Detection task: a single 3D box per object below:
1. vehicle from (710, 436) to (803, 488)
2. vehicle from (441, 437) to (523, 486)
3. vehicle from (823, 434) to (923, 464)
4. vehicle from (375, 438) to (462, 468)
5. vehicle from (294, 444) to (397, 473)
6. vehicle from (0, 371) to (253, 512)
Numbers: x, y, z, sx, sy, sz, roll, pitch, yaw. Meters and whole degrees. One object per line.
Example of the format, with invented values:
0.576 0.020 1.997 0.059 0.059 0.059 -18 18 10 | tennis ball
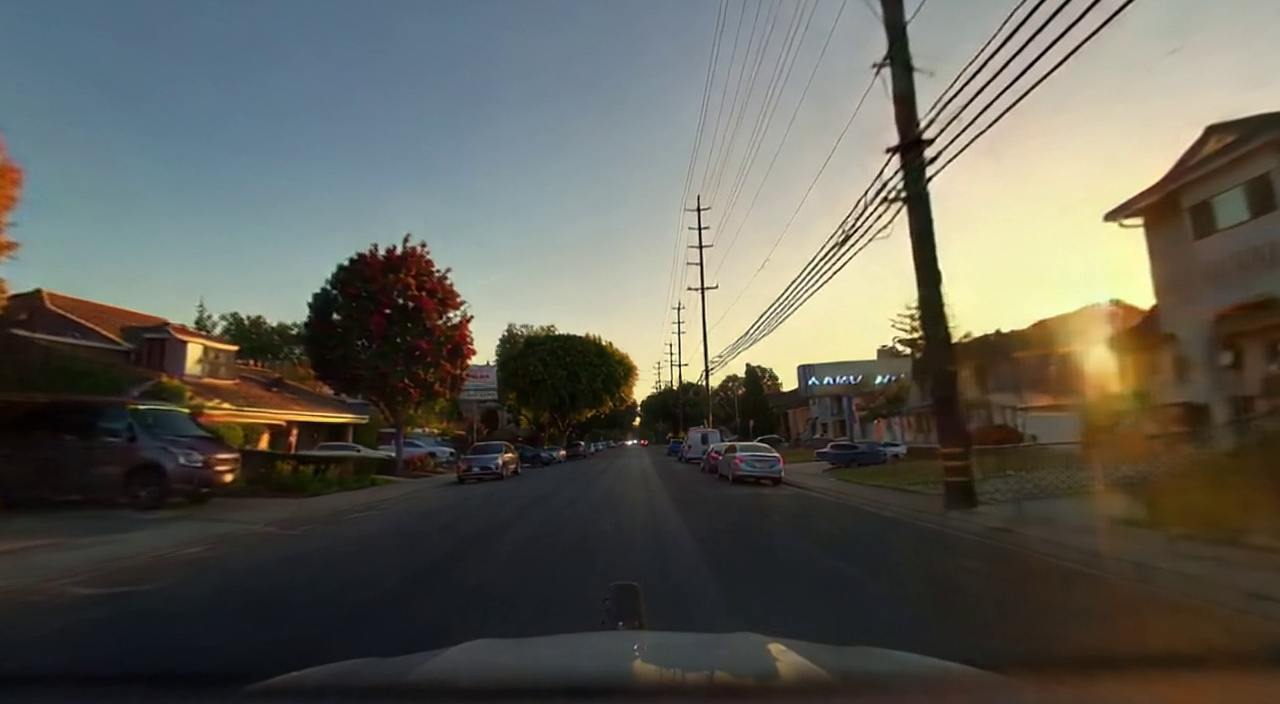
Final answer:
3.741 3.622 21.159 2.112 1.528 4.944 0 -8 -1 | vehicle
-6.136 4.287 25.013 1.989 1.693 4.292 -2 -8 2 | vehicle
12.526 5.270 34.087 4.606 1.484 2.042 0 -11 1 | vehicle
-13.314 6.090 38.074 4.528 1.713 1.947 0 -8 -1 | vehicle
-15.322 5.545 32.921 4.388 1.466 2.008 0 -8 -1 | vehicle
-12.566 2.146 15.149 4.773 3.051 2.400 -1 -8 -1 | vehicle
